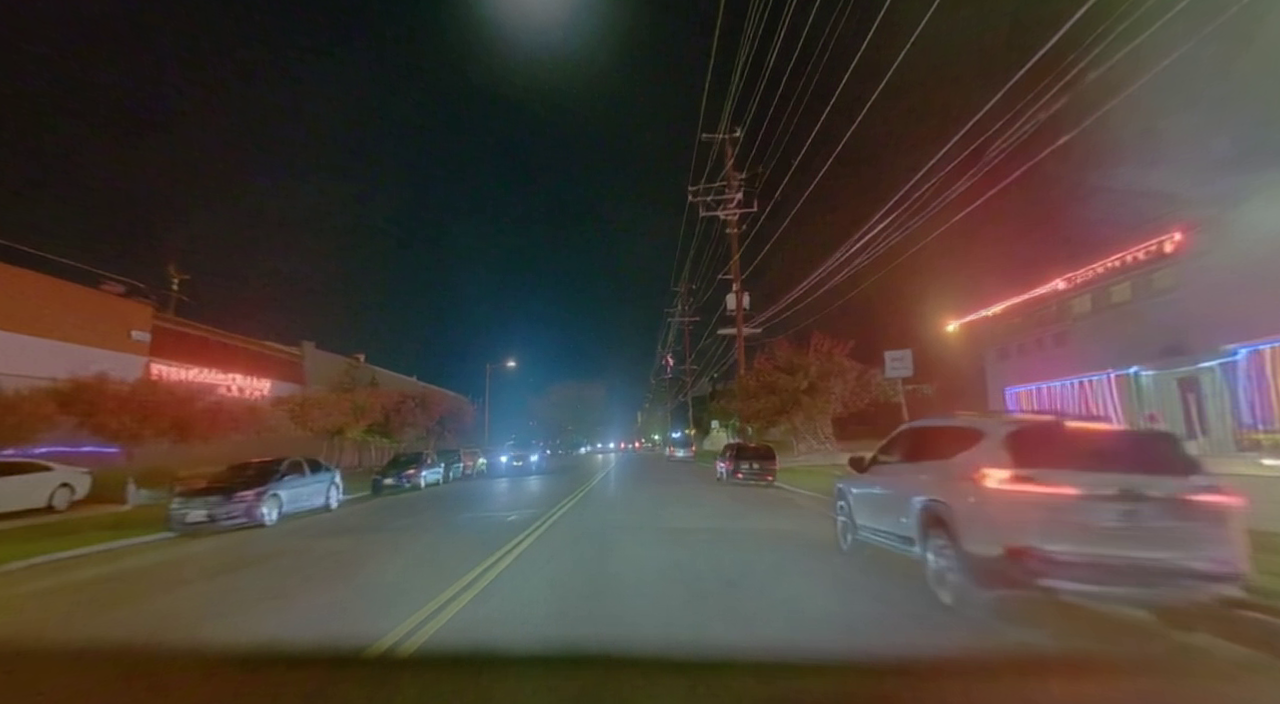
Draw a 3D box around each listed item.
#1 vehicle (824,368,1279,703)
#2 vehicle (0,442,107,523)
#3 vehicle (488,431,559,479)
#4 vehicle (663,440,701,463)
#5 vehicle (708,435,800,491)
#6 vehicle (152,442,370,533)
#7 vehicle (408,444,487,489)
[{"bbox_3d":[3.471,1.398,6.008,2.025,1.843,4.883,0,-9,1],"label":"vehicle"},{"bbox_3d":[-14.837,2.845,13.788,1.969,1.741,5.148,0,-9,-1],"label":"vehicle"},{"bbox_3d":[-5.209,4.655,28.737,2.152,1.918,4.217,-3,-8,4],"label":"vehicle"},{"bbox_3d":[3.038,7.023,44.732,2.261,1.503,4.695,-2,-8,8],"label":"vehicle"},{"bbox_3d":[3.557,3.559,20.707,2.136,1.586,4.919,0,-8,1],"label":"vehicle"},{"bbox_3d":[-8.447,2.998,14.847,2.113,1.665,5.062,0,-8,-2],"label":"vehicle"},{"bbox_3d":[-8.323,4.942,27.850,1.791,1.622,5.056,-2,-7,2],"label":"vehicle"}]
